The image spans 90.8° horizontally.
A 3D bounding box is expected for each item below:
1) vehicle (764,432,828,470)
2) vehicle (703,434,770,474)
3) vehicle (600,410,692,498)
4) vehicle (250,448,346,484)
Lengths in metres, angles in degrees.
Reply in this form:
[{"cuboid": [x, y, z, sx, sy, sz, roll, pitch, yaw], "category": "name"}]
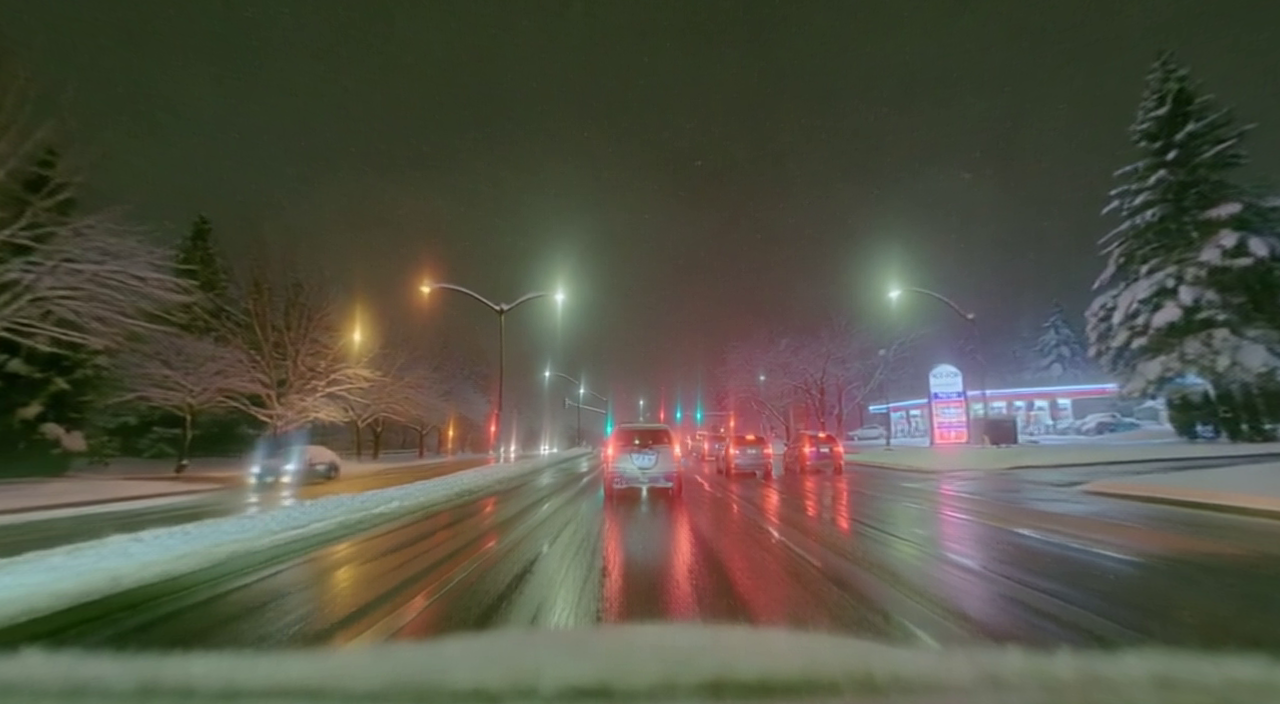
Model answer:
[{"cuboid": [6.979, 4.496, 28.728, 1.793, 1.585, 4.130, 0, -8, -1], "category": "vehicle"}, {"cuboid": [3.824, 4.139, 25.781, 1.940, 1.474, 4.234, 0, -8, -2], "category": "vehicle"}, {"cuboid": [0.041, 2.613, 16.492, 2.038, 1.917, 4.900, 0, -8, -2], "category": "vehicle"}, {"cuboid": [-15.522, 5.168, 29.007, 1.914, 1.496, 4.361, 0, -8, 1], "category": "vehicle"}]
